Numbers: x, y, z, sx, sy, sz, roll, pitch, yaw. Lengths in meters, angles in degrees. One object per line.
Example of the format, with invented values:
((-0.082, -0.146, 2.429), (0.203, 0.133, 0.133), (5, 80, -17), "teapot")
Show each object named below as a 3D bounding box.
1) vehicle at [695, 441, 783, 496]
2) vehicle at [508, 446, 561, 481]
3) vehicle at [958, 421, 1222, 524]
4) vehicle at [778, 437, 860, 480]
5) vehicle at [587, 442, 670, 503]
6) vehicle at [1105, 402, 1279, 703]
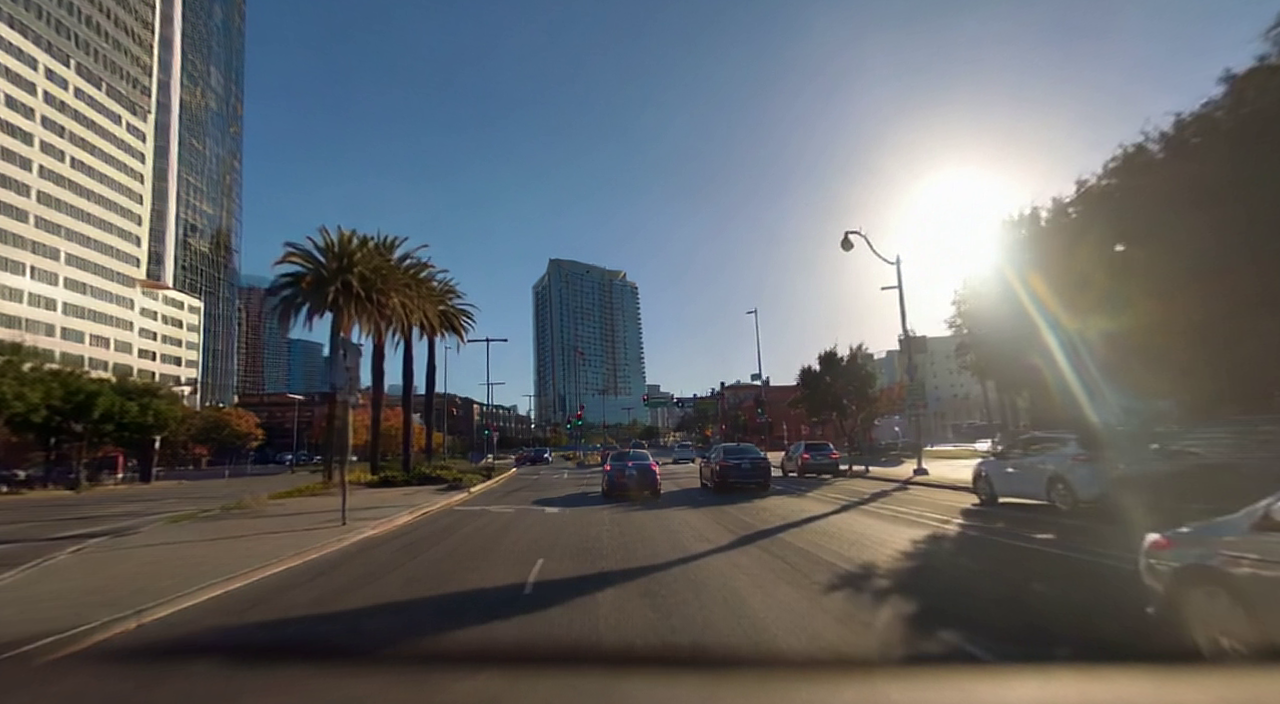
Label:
((2.926, 3.514, 19.435), (1.909, 1.500, 3.524), (0, -9, -4), "vehicle")
((-4.819, 5.158, 29.505), (1.977, 1.501, 4.435), (0, -9, -3), "vehicle")
((8.703, 2.354, 12.858), (1.946, 1.715, 4.365), (0, -9, -3), "vehicle")
((7.530, 4.526, 27.069), (2.000, 1.685, 4.487), (0, -9, -3), "vehicle")
((-0.351, 3.275, 17.569), (2.048, 1.503, 3.681), (0, -9, -2), "vehicle")
((4.020, 0.808, 1.839), (1.920, 1.490, 4.417), (0, -9, 0), "vehicle")
